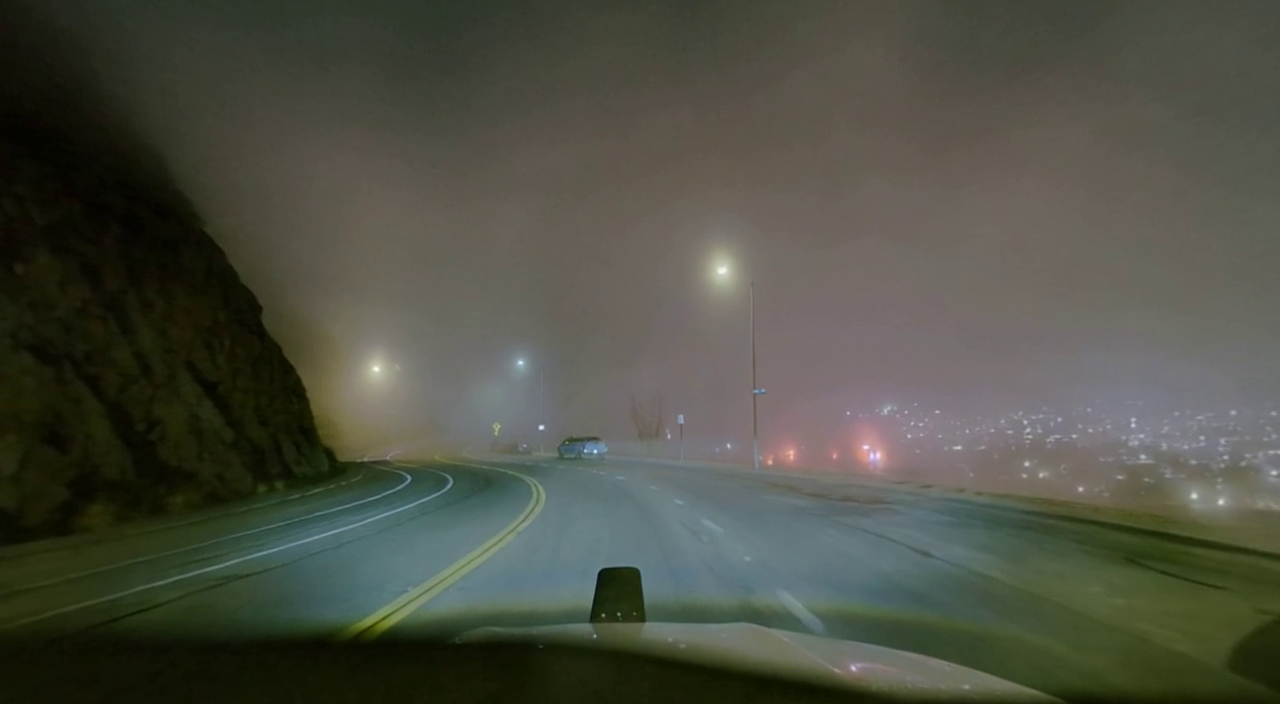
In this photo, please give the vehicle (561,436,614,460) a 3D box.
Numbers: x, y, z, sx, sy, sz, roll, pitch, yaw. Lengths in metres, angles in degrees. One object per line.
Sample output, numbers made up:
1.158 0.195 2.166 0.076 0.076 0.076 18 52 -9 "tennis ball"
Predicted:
-3.849 7.136 47.144 2.064 1.667 4.453 -4 -9 23 "vehicle"
